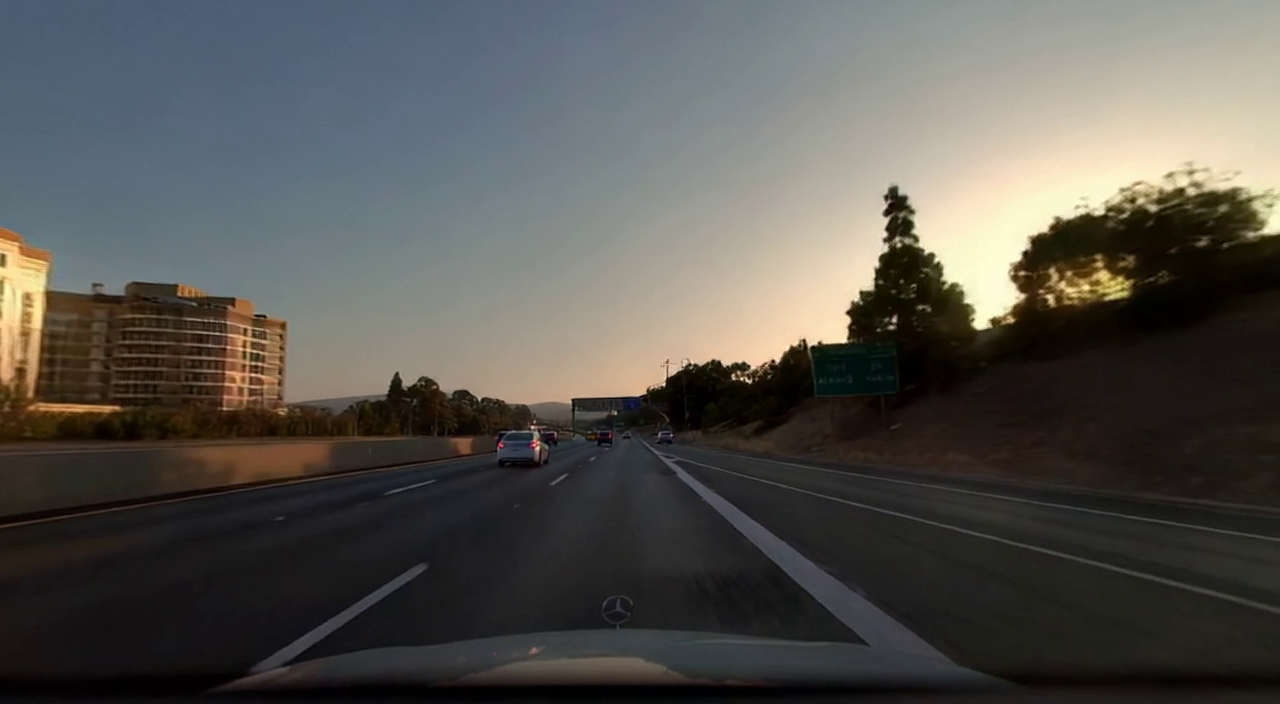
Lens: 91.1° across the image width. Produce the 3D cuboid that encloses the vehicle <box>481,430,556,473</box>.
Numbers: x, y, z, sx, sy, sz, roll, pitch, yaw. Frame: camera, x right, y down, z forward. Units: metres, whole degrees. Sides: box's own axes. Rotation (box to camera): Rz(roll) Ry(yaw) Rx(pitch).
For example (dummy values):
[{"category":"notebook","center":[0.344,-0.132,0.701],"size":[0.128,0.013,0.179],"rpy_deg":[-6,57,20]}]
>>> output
[{"category":"vehicle","center":[-4.547,3.775,24.185],"size":[1.996,1.490,4.571],"rpy_deg":[0,-8,0]}]
